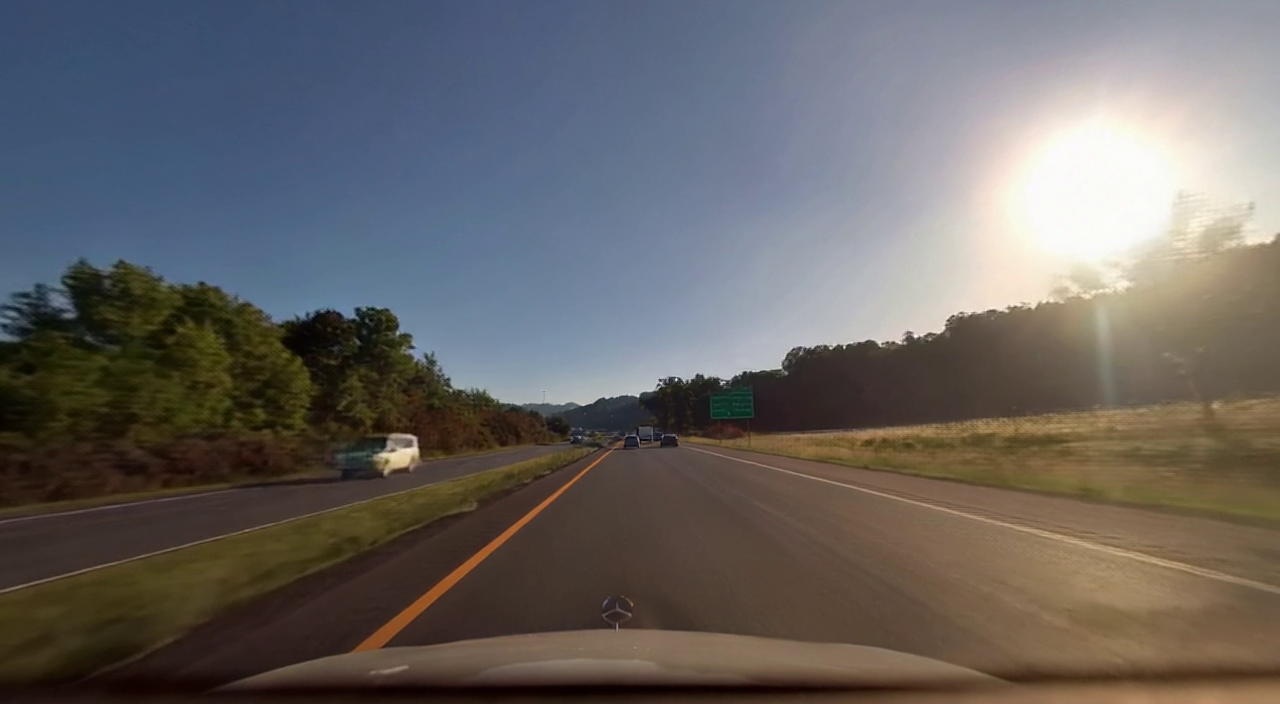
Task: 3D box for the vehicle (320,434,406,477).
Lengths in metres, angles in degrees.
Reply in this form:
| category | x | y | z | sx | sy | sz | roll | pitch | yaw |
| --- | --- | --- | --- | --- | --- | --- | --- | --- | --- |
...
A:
| category | x | y | z | sx | sy | sz | roll | pitch | yaw |
| --- | --- | --- | --- | --- | --- | --- | --- | --- | --- |
| vehicle | -12.532 | 4.659 | 28.789 | 1.975 | 1.794 | 4.343 | 0 | -8 | 0 |
